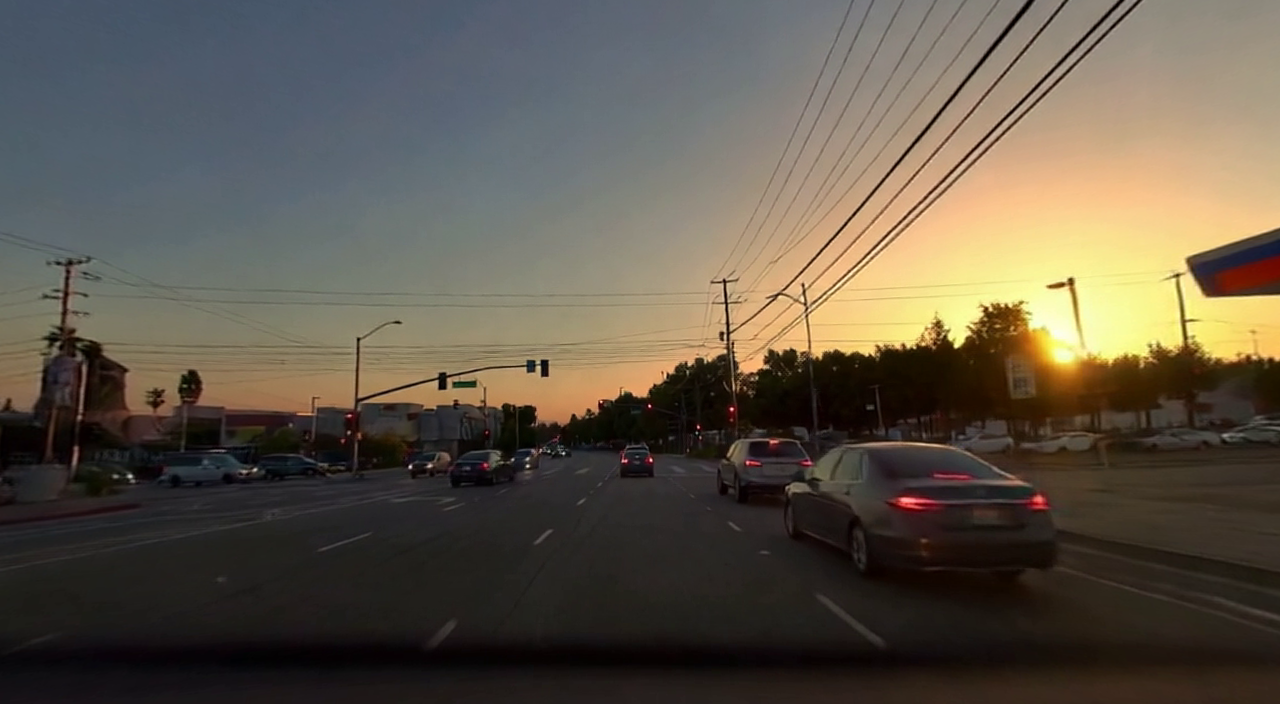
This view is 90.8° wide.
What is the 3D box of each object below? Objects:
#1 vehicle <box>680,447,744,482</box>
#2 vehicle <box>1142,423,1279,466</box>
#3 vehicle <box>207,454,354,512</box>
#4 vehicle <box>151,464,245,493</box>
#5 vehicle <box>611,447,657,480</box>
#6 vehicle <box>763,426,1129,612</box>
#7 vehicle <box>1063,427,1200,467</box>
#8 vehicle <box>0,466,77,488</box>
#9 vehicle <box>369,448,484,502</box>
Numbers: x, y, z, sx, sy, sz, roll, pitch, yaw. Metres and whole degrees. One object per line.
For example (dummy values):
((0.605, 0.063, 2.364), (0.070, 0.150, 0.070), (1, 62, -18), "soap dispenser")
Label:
((3.170, 5.092, 28.909), (2.208, 1.436, 4.542), (0, -9, -2), "vehicle")
((24.042, 3.846, 26.135), (1.934, 1.570, 5.073), (1, -9, -7), "vehicle")
((-10.908, 3.968, 19.657), (1.985, 1.512, 4.433), (-1, -9, 0), "vehicle")
((-27.851, 7.940, 39.838), (4.989, 1.567, 2.075), (-2, -10, 17), "vehicle")
((-0.320, 5.361, 30.656), (2.065, 1.484, 3.894), (0, -9, -1), "vehicle")
((2.946, 1.696, 7.406), (1.945, 1.470, 4.363), (0, -9, -2), "vehicle")
((19.969, 3.916, 25.988), (2.140, 1.485, 4.425), (-1, -9, 2), "vehicle")
((-47.047, 9.681, 48.923), (4.812, 1.493, 1.991), (0, -9, -1), "vehicle")
((-6.437, 3.728, 19.590), (2.075, 1.470, 4.190), (-1, -9, 0), "vehicle")
